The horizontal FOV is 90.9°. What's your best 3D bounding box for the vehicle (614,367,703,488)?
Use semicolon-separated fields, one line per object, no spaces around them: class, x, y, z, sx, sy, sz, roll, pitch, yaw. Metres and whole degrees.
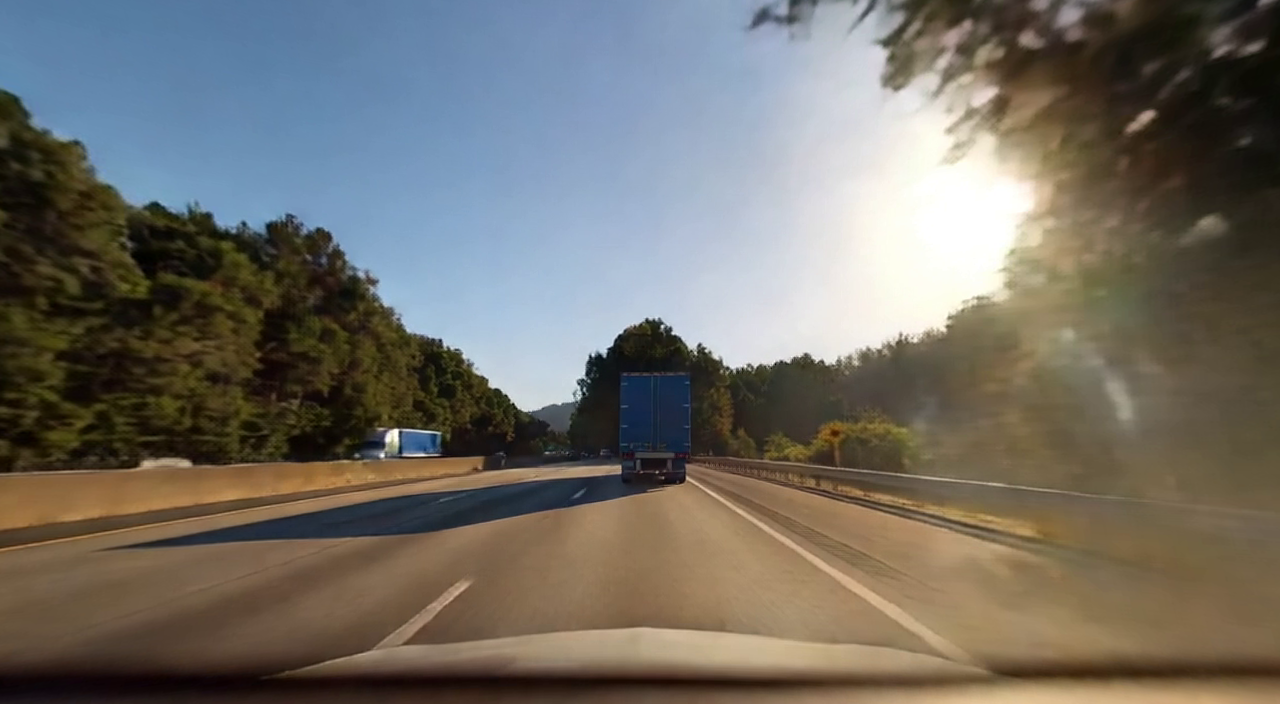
vehicle;0.554;3.247;25.908;2.898;3.973;10.063;0;-9;-1
